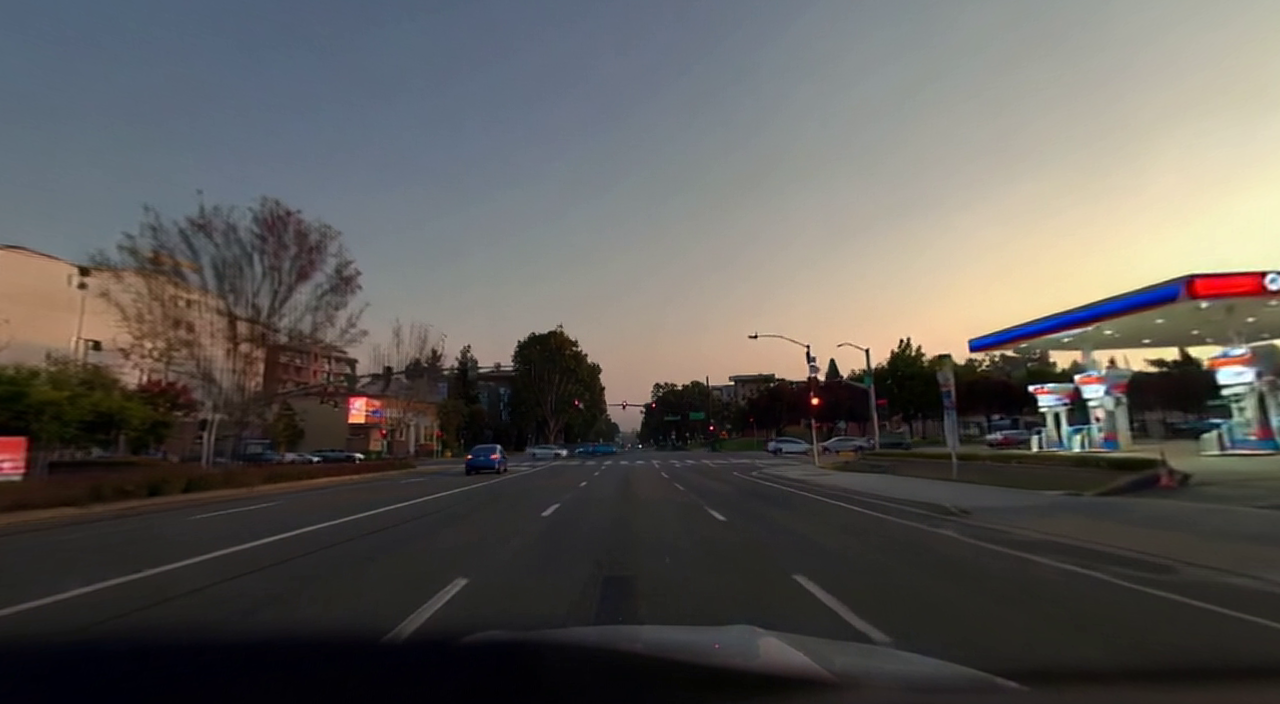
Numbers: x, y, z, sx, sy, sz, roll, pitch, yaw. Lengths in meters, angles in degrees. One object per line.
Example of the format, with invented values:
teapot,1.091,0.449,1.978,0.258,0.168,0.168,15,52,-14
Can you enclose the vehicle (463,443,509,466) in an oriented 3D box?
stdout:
vehicle,-10.267,6.889,42.406,1.899,1.460,4.880,0,-8,0
